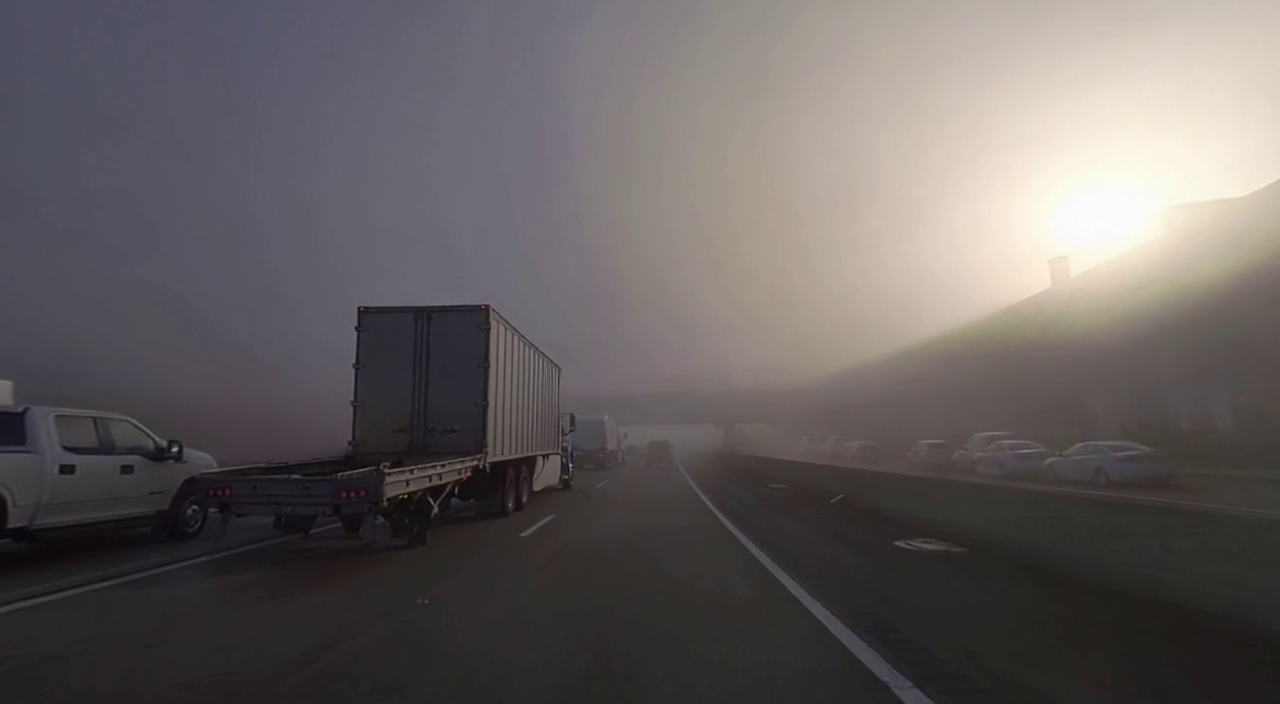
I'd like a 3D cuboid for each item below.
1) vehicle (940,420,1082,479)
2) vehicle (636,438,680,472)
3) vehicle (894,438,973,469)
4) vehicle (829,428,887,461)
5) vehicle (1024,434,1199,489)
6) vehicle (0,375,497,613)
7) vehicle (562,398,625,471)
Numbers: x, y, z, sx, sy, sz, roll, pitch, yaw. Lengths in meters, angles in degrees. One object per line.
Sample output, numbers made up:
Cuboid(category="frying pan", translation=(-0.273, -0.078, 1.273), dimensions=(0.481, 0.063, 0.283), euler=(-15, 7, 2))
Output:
Cuboid(category="vehicle", translation=(14.378, 3.853, 24.989), dimensions=(2.241, 2.052, 5.864), euler=(-1, -9, 3))
Cuboid(category="vehicle", translation=(0.961, 5.408, 33.203), dimensions=(2.178, 1.640, 4.071), euler=(-1, -9, 2))
Cuboid(category="vehicle", translation=(14.705, 5.113, 31.821), dimensions=(2.020, 1.439, 4.440), euler=(-1, -9, 3))
Cuboid(category="vehicle", translation=(15.649, 6.717, 45.579), dimensions=(2.341, 2.228, 5.669), euler=(-1, -9, 3))
Cuboid(category="vehicle", translation=(14.099, 3.293, 19.287), dimensions=(1.859, 1.452, 4.749), euler=(-1, -9, 3))
Cuboid(category="vehicle", translation=(-3.428, 1.363, 6.613), dimensions=(2.896, 1.779, 3.441), euler=(-1, -9, 3))
Cuboid(category="vehicle", translation=(-2.626, 5.213, 39.128), dimensions=(3.073, 3.894, 9.782), euler=(0, -9, 1))
